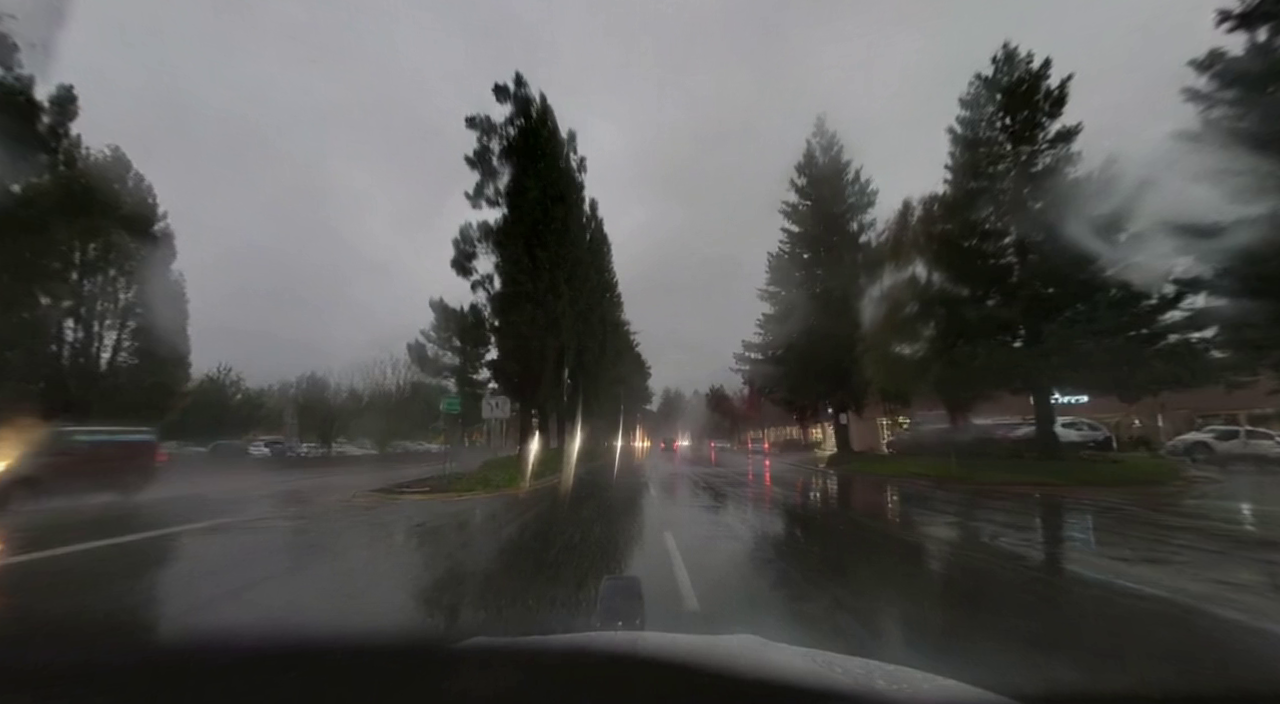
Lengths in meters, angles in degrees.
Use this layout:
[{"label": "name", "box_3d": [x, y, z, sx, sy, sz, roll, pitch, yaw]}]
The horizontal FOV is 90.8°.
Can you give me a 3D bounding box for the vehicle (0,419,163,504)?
[{"label": "vehicle", "box_3d": [-15.535, 2.749, 16.023, 2.263, 1.887, 5.933, 0, -8, -1]}]
